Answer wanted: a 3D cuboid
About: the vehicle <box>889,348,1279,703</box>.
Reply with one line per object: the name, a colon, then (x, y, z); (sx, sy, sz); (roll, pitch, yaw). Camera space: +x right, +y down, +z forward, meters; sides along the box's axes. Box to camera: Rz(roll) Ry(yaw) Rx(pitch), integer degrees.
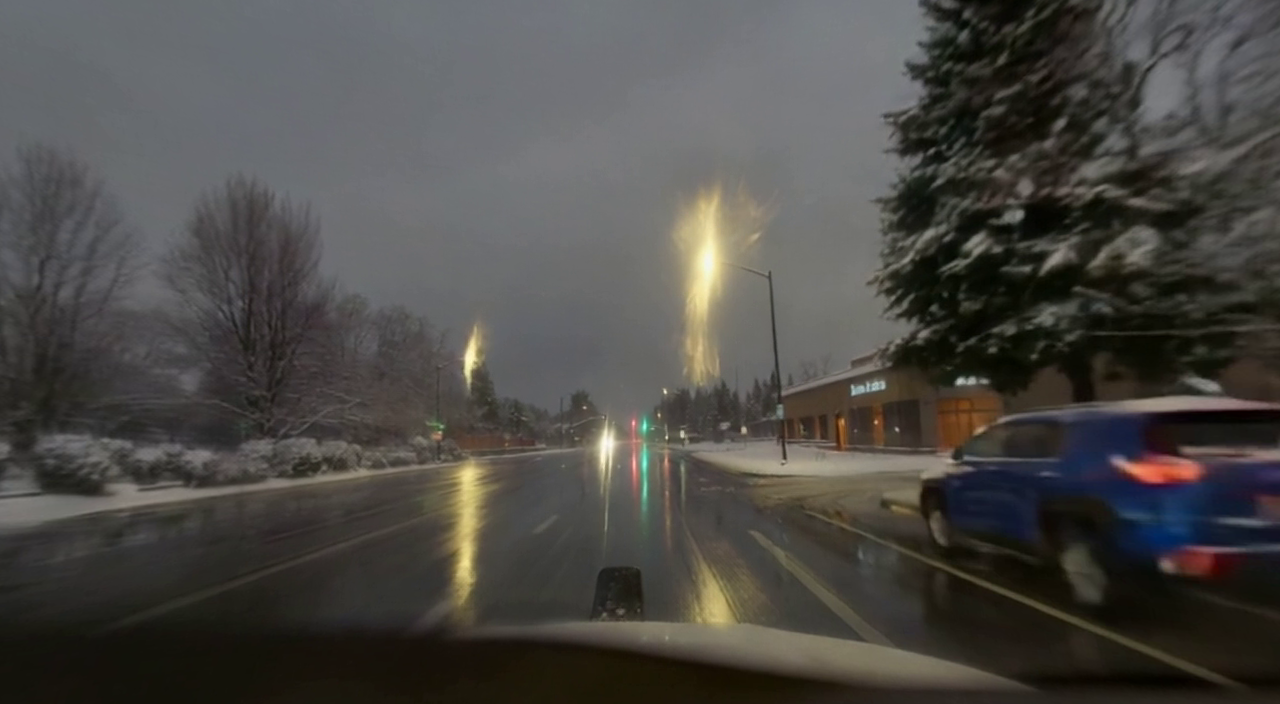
vehicle: (4.293, 1.222, 5.508); (2.228, 1.814, 4.576); (0, -9, -2)
